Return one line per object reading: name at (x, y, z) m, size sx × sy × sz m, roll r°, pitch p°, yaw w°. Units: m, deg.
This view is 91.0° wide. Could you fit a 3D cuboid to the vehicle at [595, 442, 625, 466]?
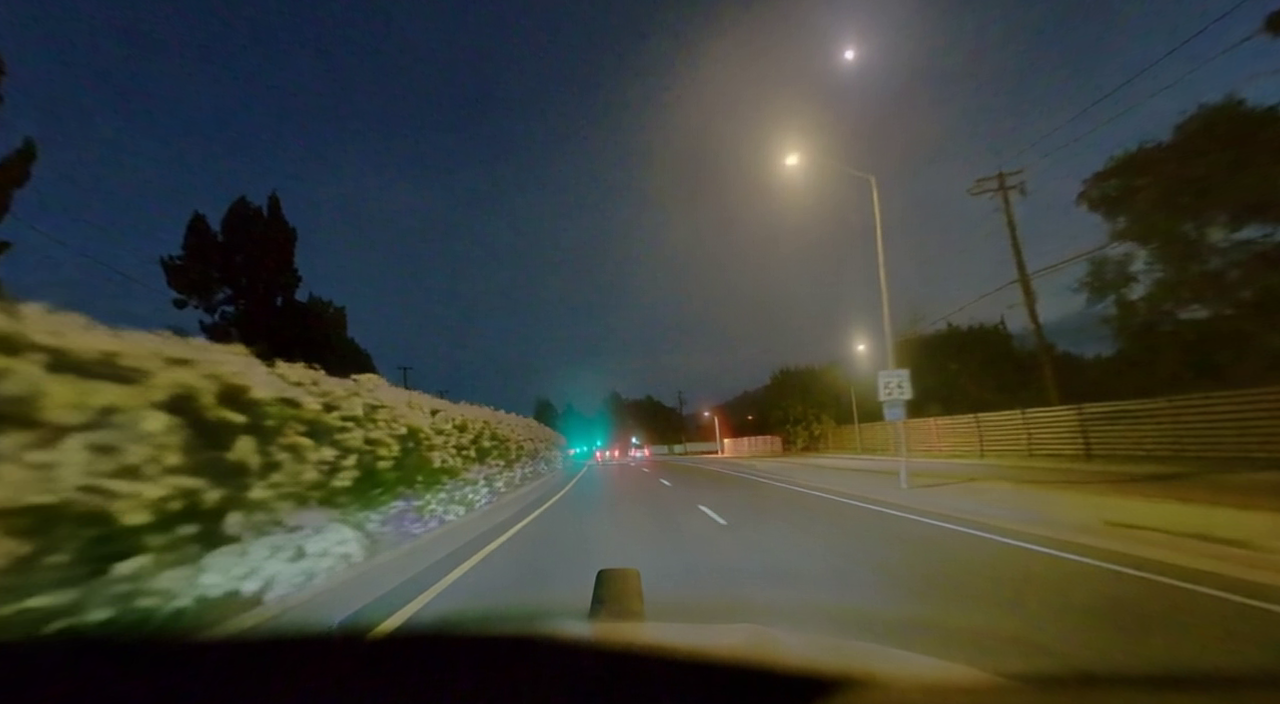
vehicle at (-2.217, 7.364, 45.441) m, size 2.005 × 1.633 × 4.044 m, roll 1°, pitch -8°, yaw -4°
